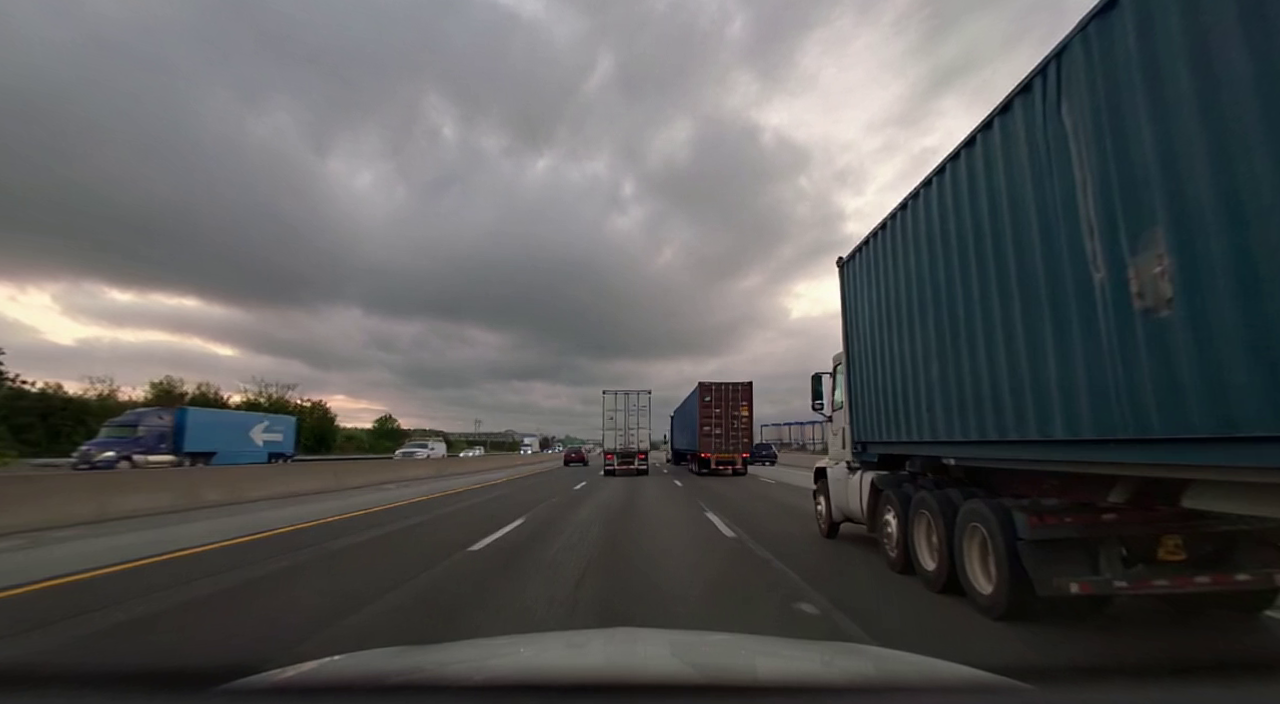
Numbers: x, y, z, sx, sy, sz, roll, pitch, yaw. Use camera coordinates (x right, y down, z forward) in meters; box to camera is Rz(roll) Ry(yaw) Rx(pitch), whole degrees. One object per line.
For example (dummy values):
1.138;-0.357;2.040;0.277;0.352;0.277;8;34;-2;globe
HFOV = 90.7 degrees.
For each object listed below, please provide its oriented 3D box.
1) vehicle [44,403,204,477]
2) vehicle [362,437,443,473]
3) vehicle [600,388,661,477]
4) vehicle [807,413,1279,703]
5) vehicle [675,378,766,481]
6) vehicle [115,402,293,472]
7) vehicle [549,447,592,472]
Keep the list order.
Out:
-28.517;4.968;35.548;2.989;3.688;6.884;-1;-9;0;vehicle
-12.794;5.595;34.633;2.179;1.779;5.632;-1;-9;1;vehicle
-0.512;4.632;35.533;2.841;4.071;12.046;0;-9;-1;vehicle
3.031;1.367;5.316;2.073;1.474;4.320;0;-9;0;vehicle
3.550;4.042;31.671;2.803;4.072;12.744;0;-9;0;vehicle
-28.704;5.883;43.057;2.832;4.023;13.121;0;-9;0;vehicle
-4.279;6.697;39.736;2.138;1.478;4.641;0;-9;0;vehicle
